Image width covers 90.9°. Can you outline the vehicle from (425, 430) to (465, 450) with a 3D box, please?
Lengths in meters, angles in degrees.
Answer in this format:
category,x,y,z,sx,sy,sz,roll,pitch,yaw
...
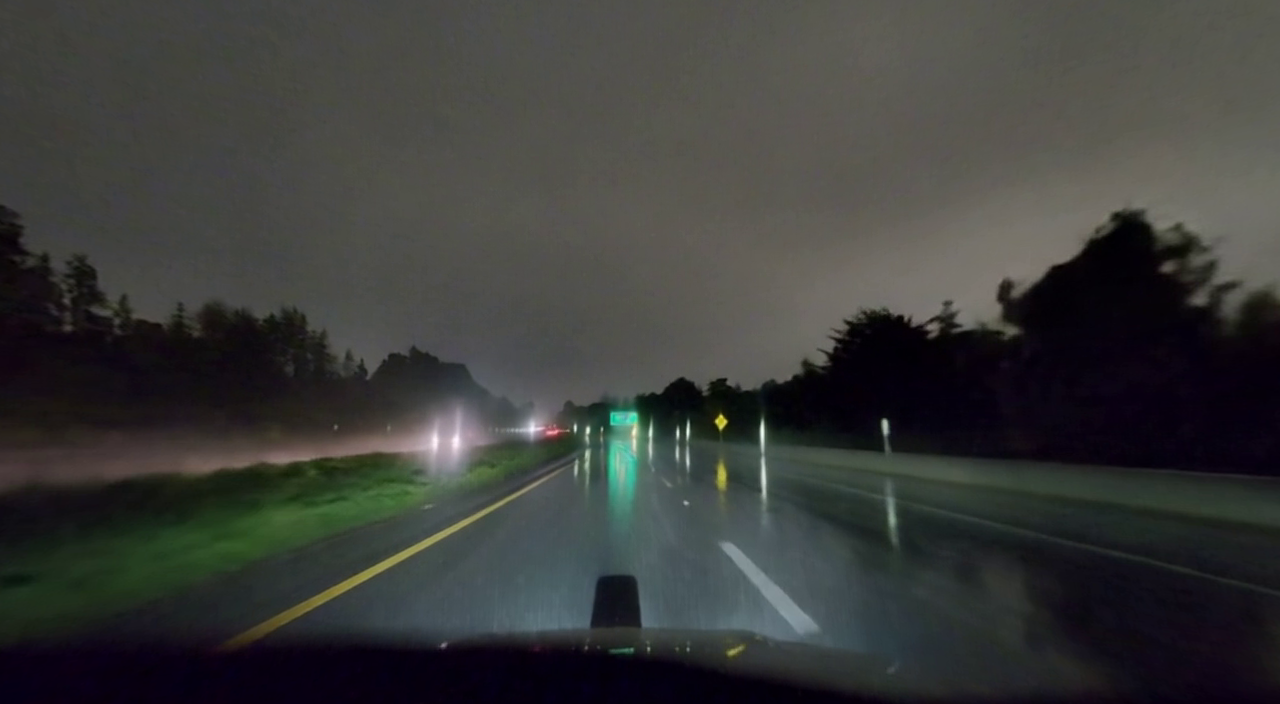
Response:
category,x,y,z,sx,sy,sz,roll,pitch,yaw
vehicle,-15.085,6.836,49.044,1.817,1.489,4.370,0,-8,-1
